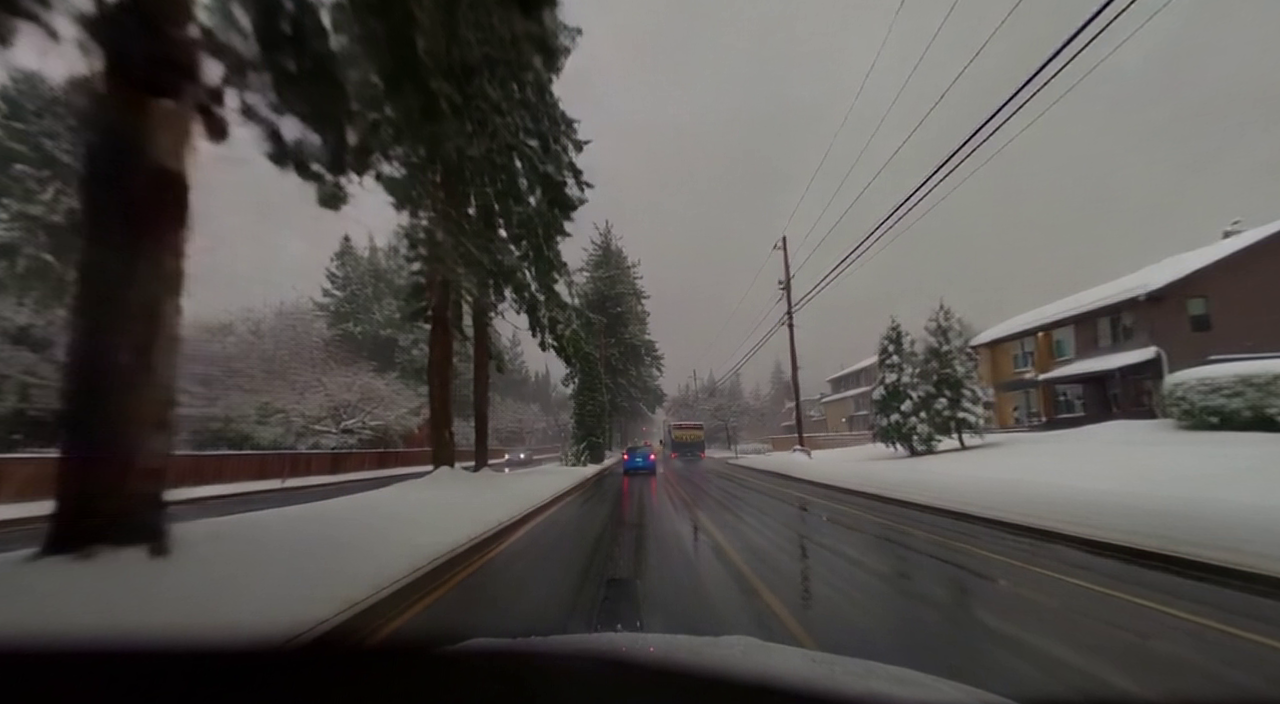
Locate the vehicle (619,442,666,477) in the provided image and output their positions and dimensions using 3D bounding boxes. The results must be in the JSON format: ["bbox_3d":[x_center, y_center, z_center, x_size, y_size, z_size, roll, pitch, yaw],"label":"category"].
[{"bbox_3d":[0.127,4.939,29.333,2.018,1.511,3.993,0,-8,1],"label":"vehicle"}]

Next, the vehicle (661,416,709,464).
[{"bbox_3d":[3.263,6.956,49.550,2.789,3.285,12.428,0,-8,0],"label":"vehicle"}]
